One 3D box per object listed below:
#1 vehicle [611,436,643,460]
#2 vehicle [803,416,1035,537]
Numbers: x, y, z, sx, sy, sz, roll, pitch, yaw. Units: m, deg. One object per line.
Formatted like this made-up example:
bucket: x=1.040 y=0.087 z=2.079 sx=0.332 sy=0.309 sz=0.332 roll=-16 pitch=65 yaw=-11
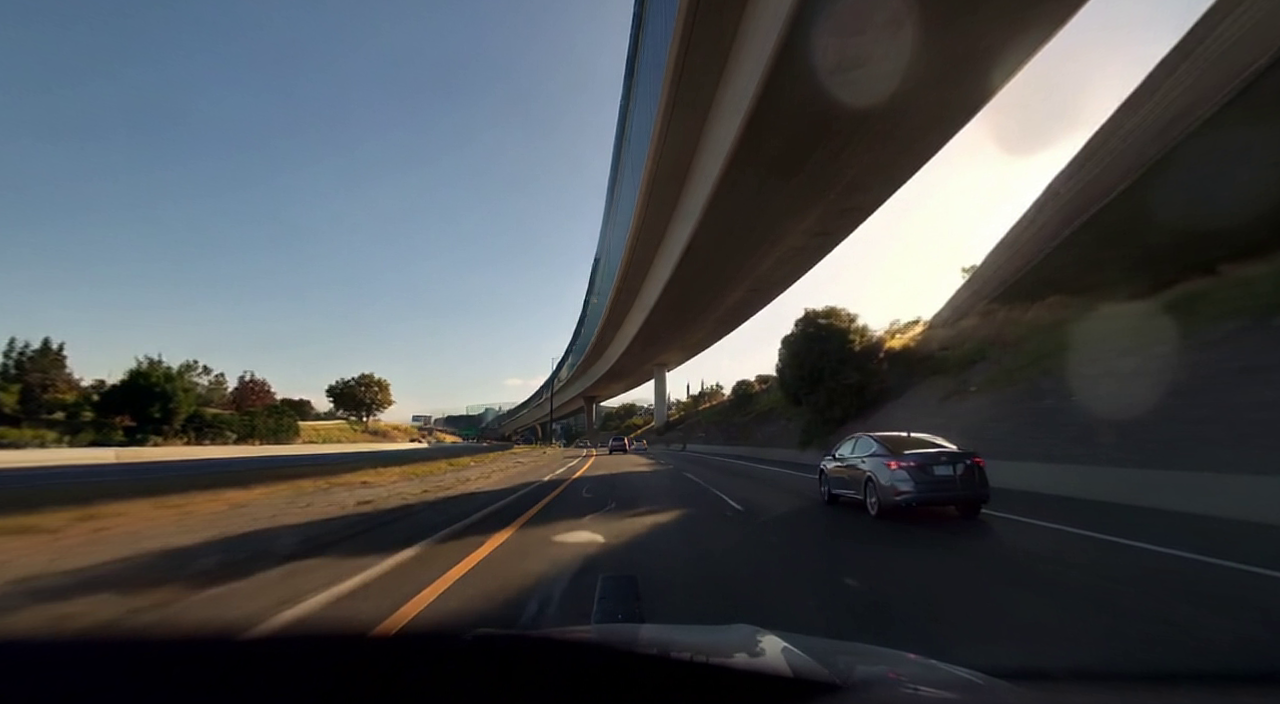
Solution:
vehicle: x=-0.917 y=6.393 z=42.095 sx=1.998 sy=1.512 sz=3.735 roll=0 pitch=-8 yaw=-3
vehicle: x=4.030 y=1.834 z=9.858 sx=1.852 sy=1.513 sz=3.652 roll=0 pitch=-8 yaw=-2
